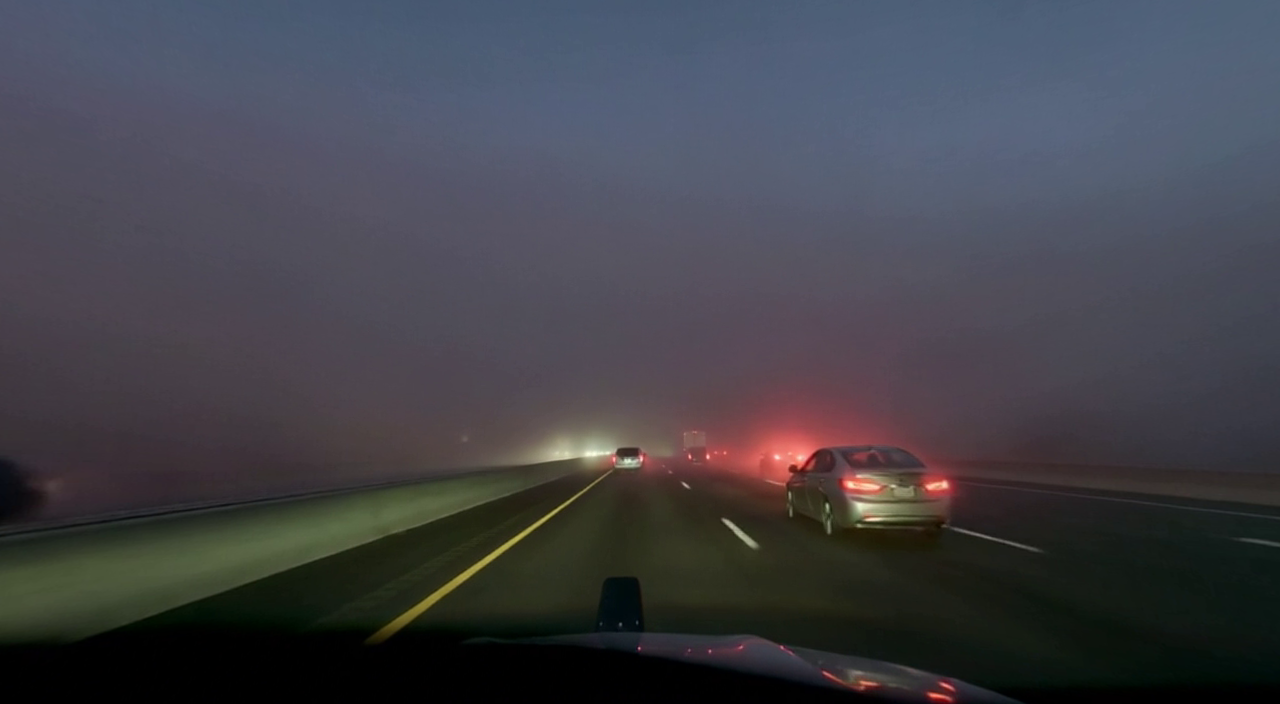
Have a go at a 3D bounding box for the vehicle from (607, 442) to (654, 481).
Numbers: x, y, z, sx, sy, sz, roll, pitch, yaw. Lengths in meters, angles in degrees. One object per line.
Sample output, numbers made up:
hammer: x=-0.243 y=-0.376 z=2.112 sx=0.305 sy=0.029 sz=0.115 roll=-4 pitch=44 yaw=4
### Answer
vehicle: x=-0.406 y=5.314 z=30.816 sx=2.142 sy=1.724 sz=4.344 roll=0 pitch=-9 yaw=1

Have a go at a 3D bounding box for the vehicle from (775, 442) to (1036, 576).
vehicle: x=3.410 y=2.072 z=9.112 sx=2.004 sy=1.471 sz=4.032 roll=0 pitch=-9 yaw=0

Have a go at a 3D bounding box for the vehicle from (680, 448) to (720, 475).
vehicle: x=3.684 y=6.770 z=39.144 sx=2.047 sy=1.540 sz=4.294 roll=0 pitch=-9 yaw=0
